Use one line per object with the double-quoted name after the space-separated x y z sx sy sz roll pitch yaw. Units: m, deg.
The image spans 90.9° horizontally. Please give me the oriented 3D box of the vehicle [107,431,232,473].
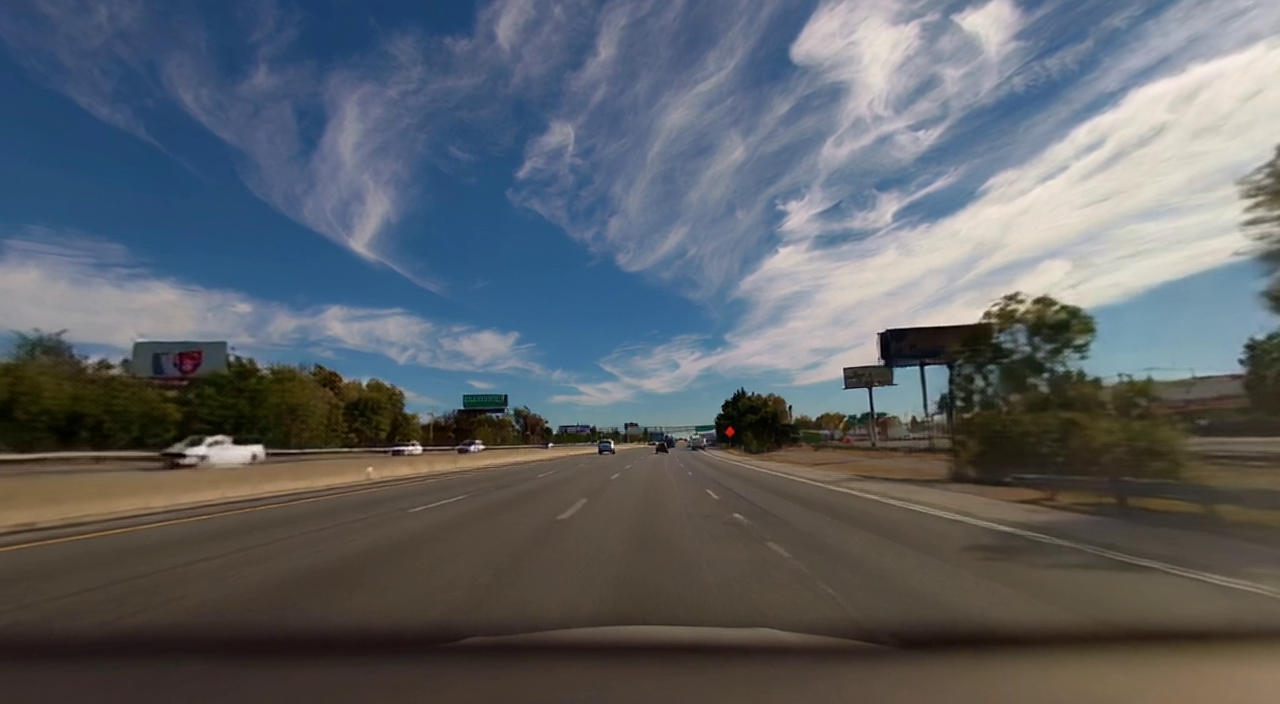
-17.448 3.727 23.637 1.738 1.467 3.642 0 -8 2 "vehicle"
